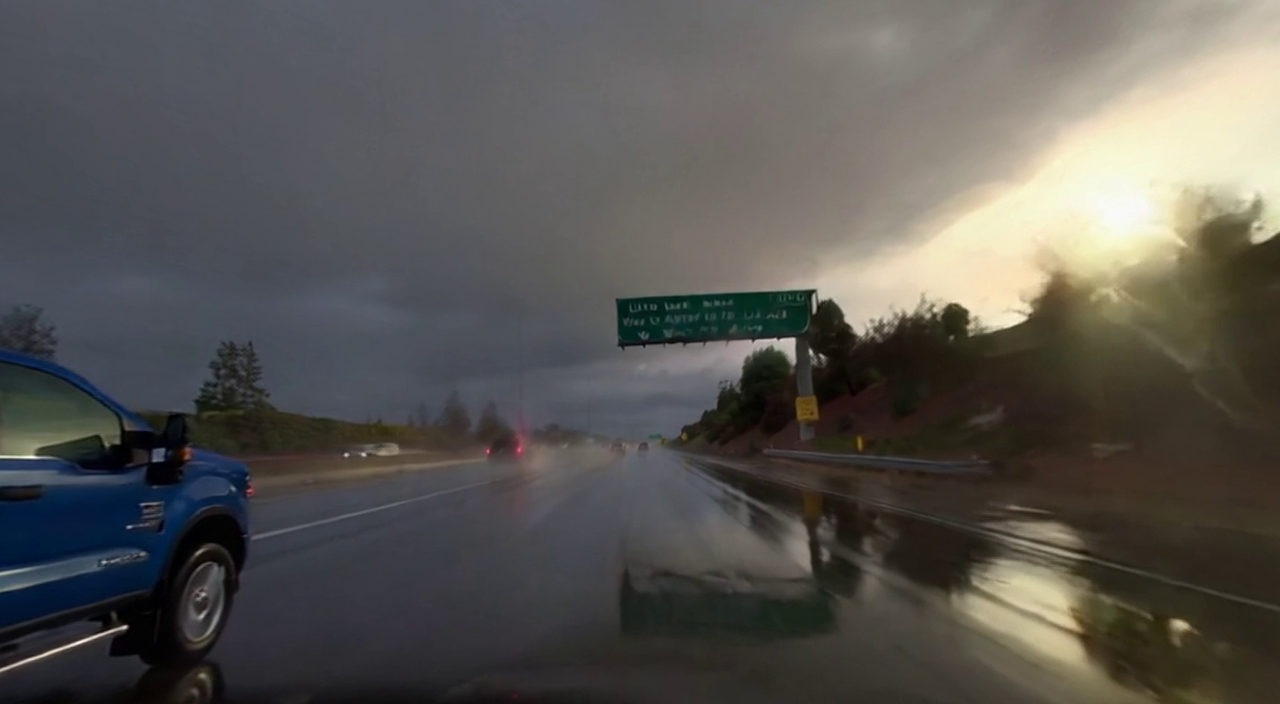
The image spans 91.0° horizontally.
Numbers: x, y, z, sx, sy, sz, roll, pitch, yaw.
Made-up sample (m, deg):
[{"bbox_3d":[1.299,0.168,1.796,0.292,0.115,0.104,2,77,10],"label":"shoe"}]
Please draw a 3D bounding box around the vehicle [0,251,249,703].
[{"bbox_3d":[-3.663,0.375,0.790,2.339,2.004,6.171,0,-9,0],"label":"vehicle"}]

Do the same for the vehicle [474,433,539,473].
[{"bbox_3d":[-7.003,5.357,33.636,2.260,1.917,5.499,0,-9,0],"label":"vehicle"}]
